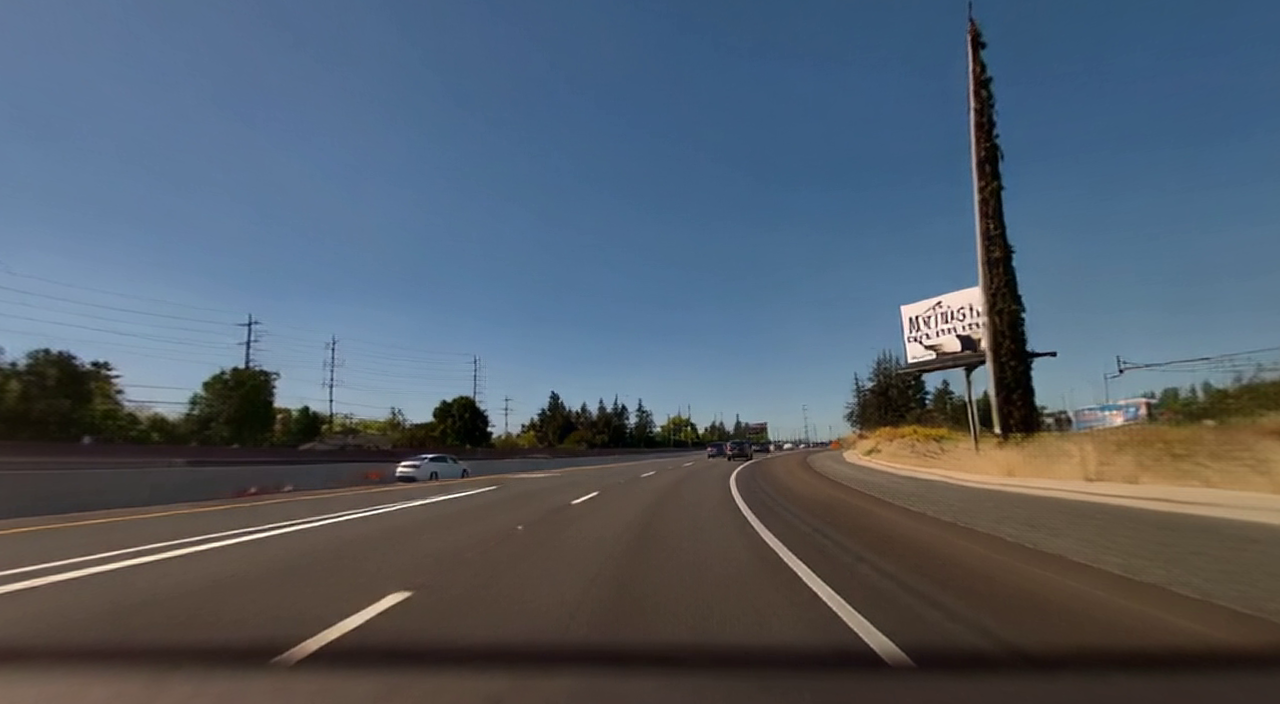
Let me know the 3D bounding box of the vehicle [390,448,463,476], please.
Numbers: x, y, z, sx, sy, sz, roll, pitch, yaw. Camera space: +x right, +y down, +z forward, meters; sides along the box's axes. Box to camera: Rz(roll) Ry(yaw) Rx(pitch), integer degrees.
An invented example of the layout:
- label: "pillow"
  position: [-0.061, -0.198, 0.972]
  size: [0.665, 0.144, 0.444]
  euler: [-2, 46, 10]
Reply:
- label: "vehicle"
  position: [-14.300, 7.368, 42.310]
  size: [2.145, 1.717, 4.448]
  euler: [-4, -9, 23]
